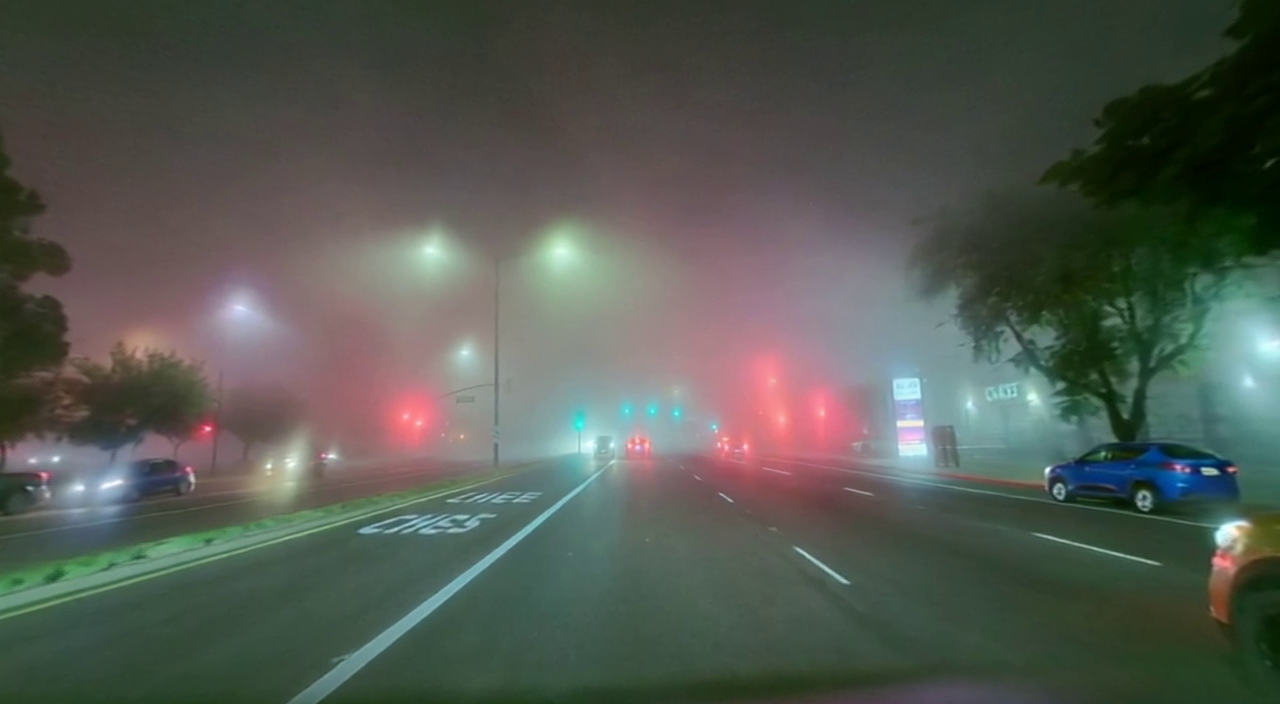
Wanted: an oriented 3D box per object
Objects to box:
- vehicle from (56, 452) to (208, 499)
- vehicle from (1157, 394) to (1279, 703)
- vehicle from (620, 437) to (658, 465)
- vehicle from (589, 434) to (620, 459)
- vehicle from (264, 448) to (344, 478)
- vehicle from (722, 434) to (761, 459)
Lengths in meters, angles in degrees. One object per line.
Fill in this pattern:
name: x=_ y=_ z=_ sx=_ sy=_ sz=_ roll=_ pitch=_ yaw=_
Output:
vehicle: x=-17.966 y=4.351 z=22.672 sx=1.824 sy=1.453 sz=4.433 roll=0 pitch=-8 yaw=-1
vehicle: x=3.728 y=0.684 z=1.118 sx=1.861 sy=1.473 sz=4.393 roll=0 pitch=-8 yaw=0
vehicle: x=-0.079 y=5.763 z=36.913 sx=2.097 sy=1.480 sz=4.006 roll=0 pitch=-8 yaw=0
vehicle: x=-2.750 y=7.438 z=49.823 sx=2.064 sy=1.825 sz=4.760 roll=0 pitch=-8 yaw=1
vehicle: x=-18.078 y=5.977 z=34.242 sx=1.865 sy=1.460 sz=4.693 roll=0 pitch=-8 yaw=-2
vehicle: x=7.406 y=6.980 z=46.548 sx=2.068 sy=1.731 sz=4.752 roll=0 pitch=-8 yaw=-1
